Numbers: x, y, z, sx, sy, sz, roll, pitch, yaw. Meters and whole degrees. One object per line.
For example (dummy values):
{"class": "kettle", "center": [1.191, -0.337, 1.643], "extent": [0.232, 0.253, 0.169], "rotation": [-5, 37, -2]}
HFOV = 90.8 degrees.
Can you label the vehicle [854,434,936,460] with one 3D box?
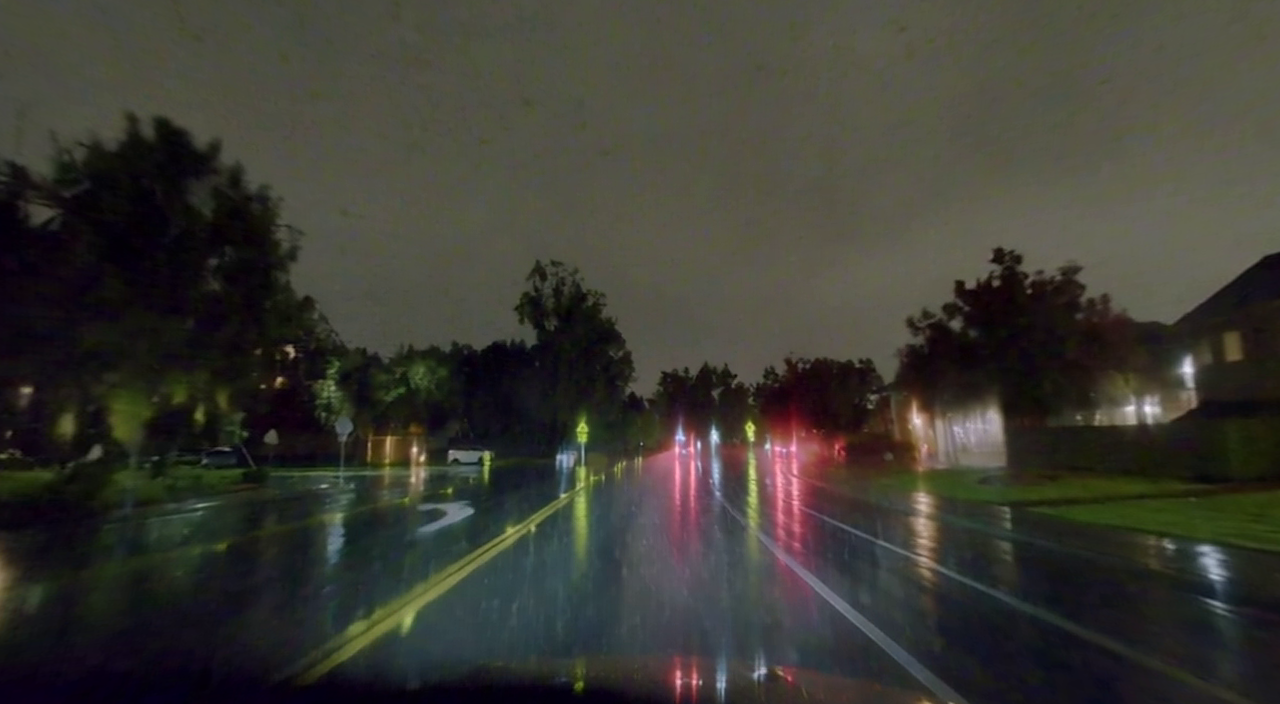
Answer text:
{"class": "vehicle", "center": [18.705, 7.037, 46.513], "extent": [5.035, 1.772, 2.115], "rotation": [-1, -10, 0]}
